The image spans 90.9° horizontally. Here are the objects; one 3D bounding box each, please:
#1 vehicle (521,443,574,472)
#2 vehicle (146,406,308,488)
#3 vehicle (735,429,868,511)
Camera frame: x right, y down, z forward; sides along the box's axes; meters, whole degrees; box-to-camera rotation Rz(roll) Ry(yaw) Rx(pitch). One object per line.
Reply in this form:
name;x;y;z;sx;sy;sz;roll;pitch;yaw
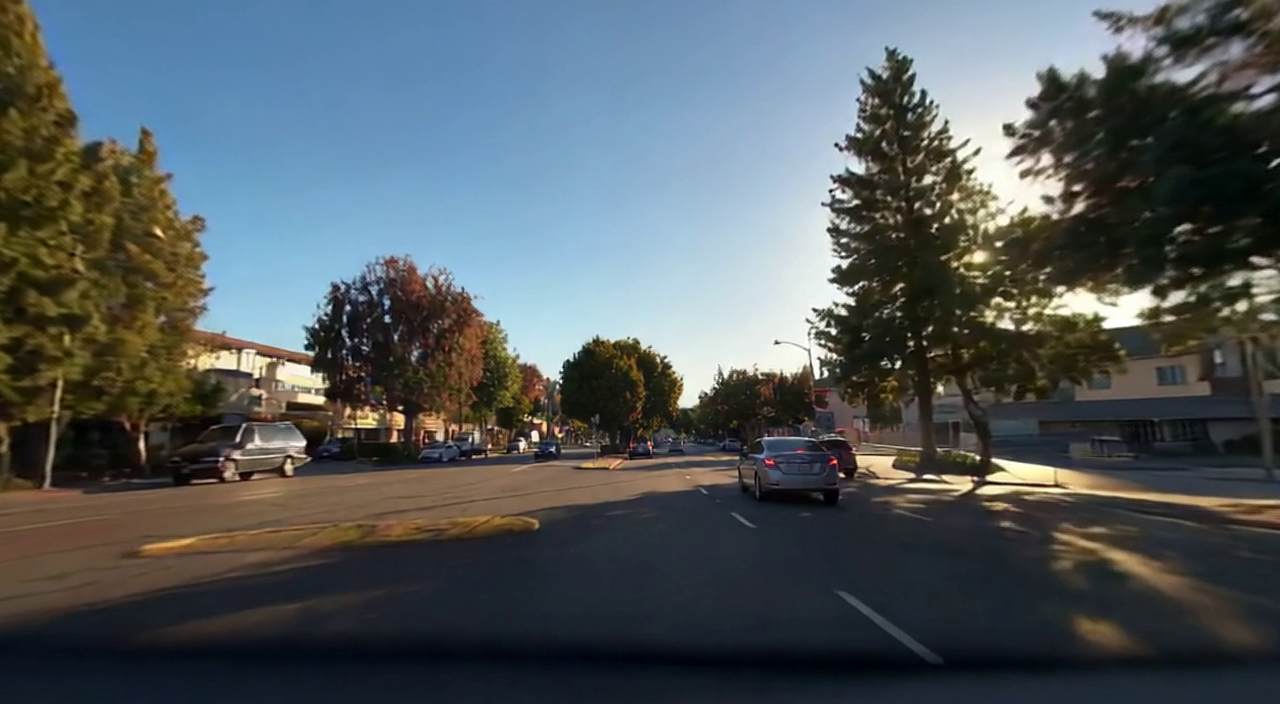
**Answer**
vehicle;-4.693;5.427;32.701;2.084;1.415;4.580;0;-9;-1
vehicle;-18.868;4.411;29.483;2.783;3.367;6.723;0;-9;1
vehicle;3.602;2.711;14.896;2.072;1.669;3.836;0;-9;-1
